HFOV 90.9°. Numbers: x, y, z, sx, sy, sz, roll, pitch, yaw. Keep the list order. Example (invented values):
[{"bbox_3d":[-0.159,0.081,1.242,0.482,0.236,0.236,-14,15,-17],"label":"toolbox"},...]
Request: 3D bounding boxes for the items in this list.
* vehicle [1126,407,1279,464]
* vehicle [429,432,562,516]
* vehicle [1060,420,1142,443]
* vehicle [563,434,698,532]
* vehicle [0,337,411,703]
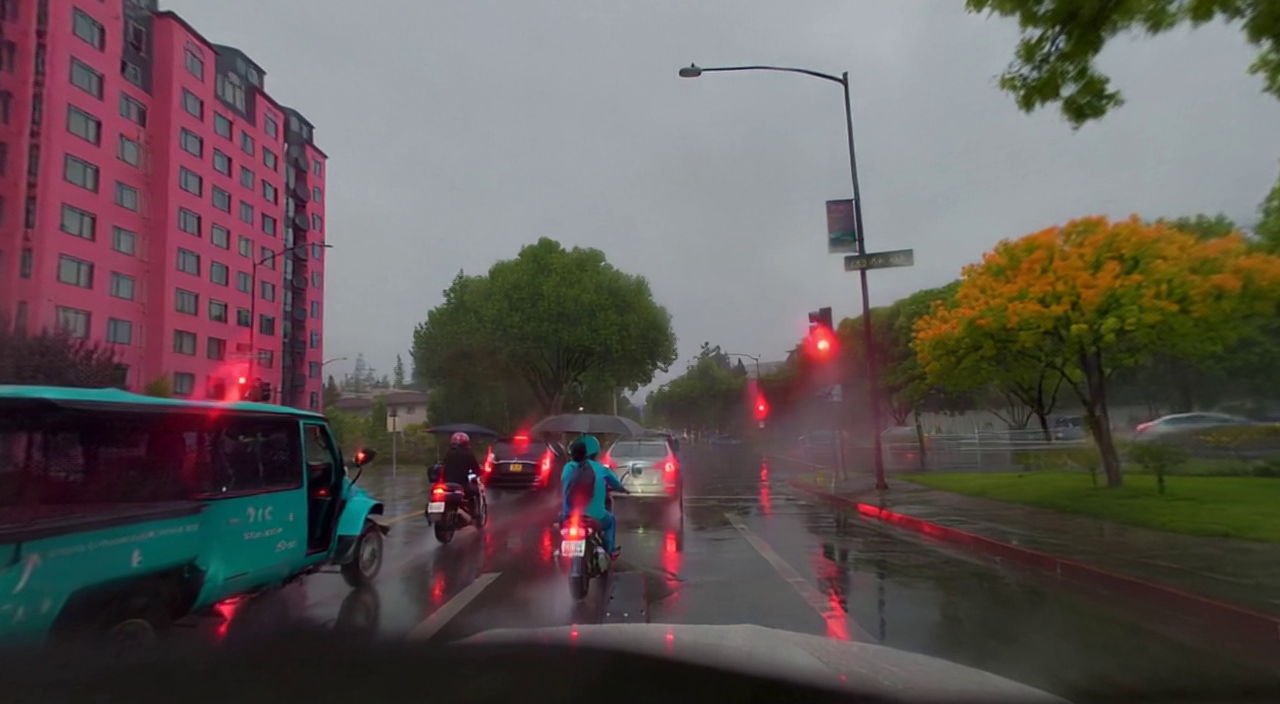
[{"bbox_3d":[20.782,2.982,22.302,2.016,1.840,5.226,7,-11,-41],"label":"vehicle"},{"bbox_3d":[-3.096,2.706,14.441,1.935,1.615,4.073,-1,-9,2],"label":"vehicle"},{"bbox_3d":[30.795,5.333,42.157,1.751,1.420,4.027,8,-12,-43],"label":"vehicle"},{"bbox_3d":[-0.103,2.297,11.621,2.025,1.458,4.085,-1,-9,1],"label":"vehicle"},{"bbox_3d":[-3.586,1.156,4.542,2.000,1.809,4.855,0,-9,1],"label":"vehicle"}]
